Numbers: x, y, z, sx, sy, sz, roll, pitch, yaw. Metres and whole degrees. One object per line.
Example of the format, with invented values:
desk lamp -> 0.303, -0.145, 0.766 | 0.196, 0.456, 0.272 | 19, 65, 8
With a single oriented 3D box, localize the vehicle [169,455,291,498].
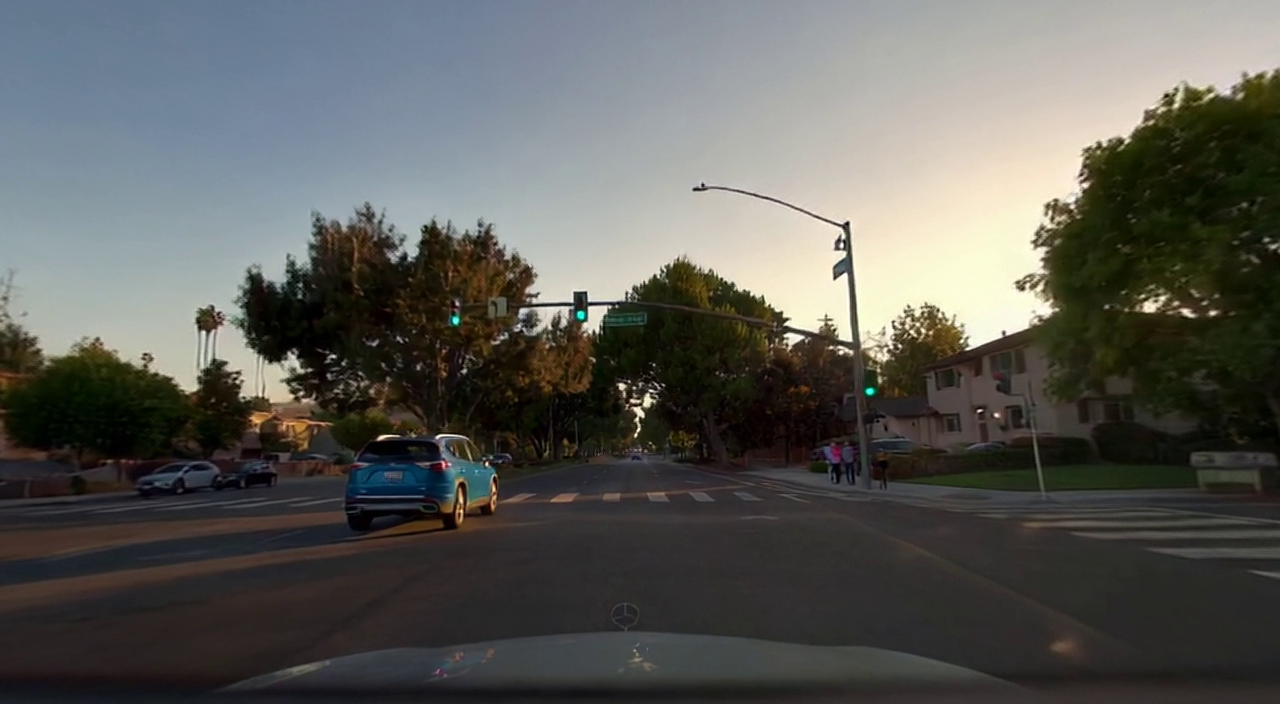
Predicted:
vehicle -> -16.679, 5.044, 26.028 | 1.941, 1.495, 4.713 | 0, -8, -1

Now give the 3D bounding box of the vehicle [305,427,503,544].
vehicle -> -4.020, 2.316, 11.674 | 1.993, 1.733, 4.262 | 0, -8, 0
